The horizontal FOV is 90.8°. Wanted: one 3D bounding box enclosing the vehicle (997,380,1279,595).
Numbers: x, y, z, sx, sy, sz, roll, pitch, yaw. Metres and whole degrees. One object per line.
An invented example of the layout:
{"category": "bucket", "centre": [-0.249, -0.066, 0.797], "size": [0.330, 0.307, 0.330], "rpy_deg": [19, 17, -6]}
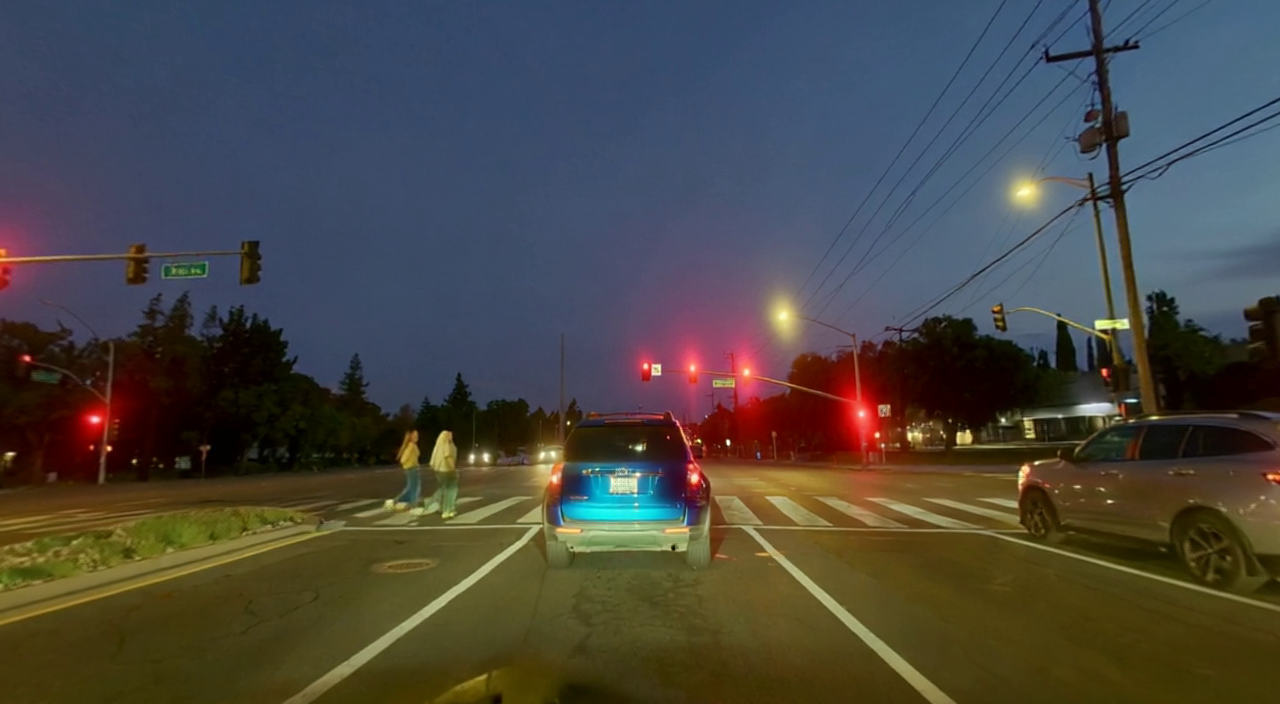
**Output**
{"category": "vehicle", "centre": [6.572, 1.433, 7.235], "size": [2.119, 1.827, 4.806], "rpy_deg": [0, -9, 0]}

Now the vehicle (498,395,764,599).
{"category": "vehicle", "centre": [-0.111, 1.567, 7.642], "size": [2.285, 1.729, 4.252], "rpy_deg": [0, -9, -1]}
